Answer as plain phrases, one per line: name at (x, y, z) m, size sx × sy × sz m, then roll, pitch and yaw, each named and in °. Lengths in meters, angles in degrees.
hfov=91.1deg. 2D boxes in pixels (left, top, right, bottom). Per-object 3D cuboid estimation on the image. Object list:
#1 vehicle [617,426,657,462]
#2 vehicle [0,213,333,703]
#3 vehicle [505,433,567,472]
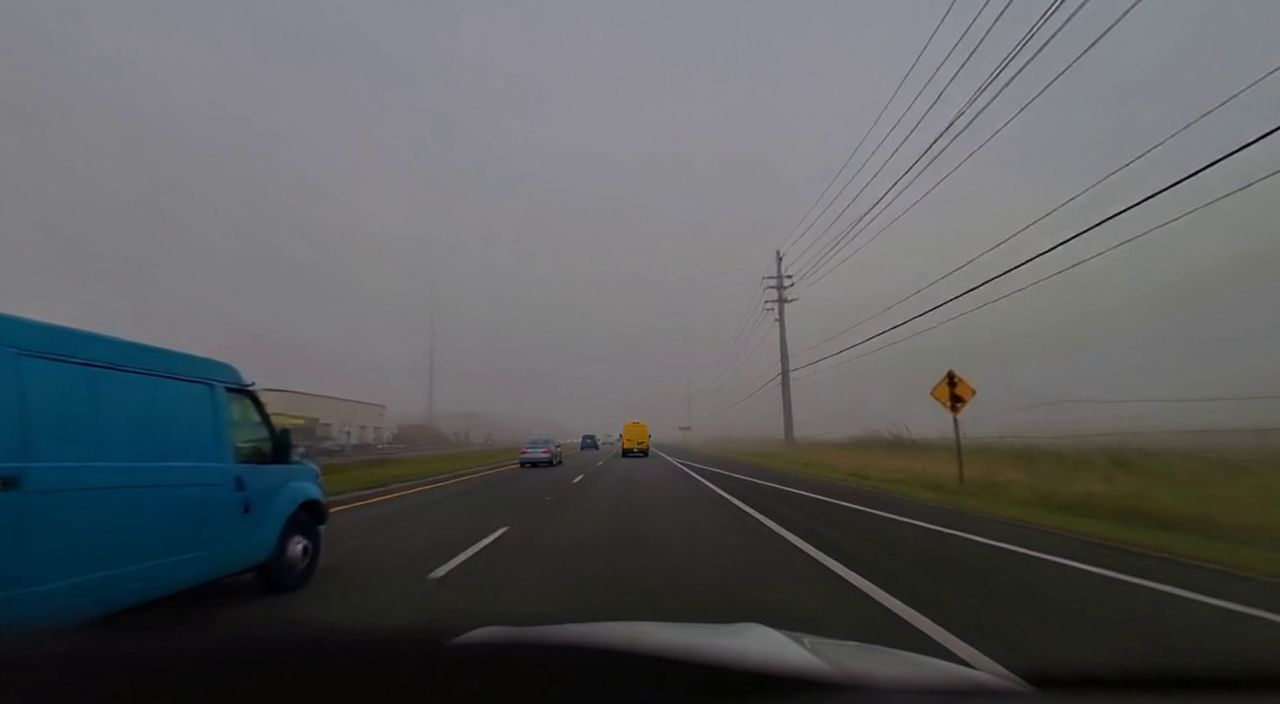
vehicle at (-0.198, 5.470, 37.471) m, size 2.213 × 1.997 × 4.456 m, roll 0°, pitch -8°, yaw -1°
vehicle at (-4.136, 0.607, 3.070) m, size 2.388 × 2.410 × 5.787 m, roll 0°, pitch -8°, yaw -1°
vehicle at (-4.505, 4.399, 27.860) m, size 2.058 × 1.557 × 4.125 m, roll 0°, pitch -8°, yaw 0°
